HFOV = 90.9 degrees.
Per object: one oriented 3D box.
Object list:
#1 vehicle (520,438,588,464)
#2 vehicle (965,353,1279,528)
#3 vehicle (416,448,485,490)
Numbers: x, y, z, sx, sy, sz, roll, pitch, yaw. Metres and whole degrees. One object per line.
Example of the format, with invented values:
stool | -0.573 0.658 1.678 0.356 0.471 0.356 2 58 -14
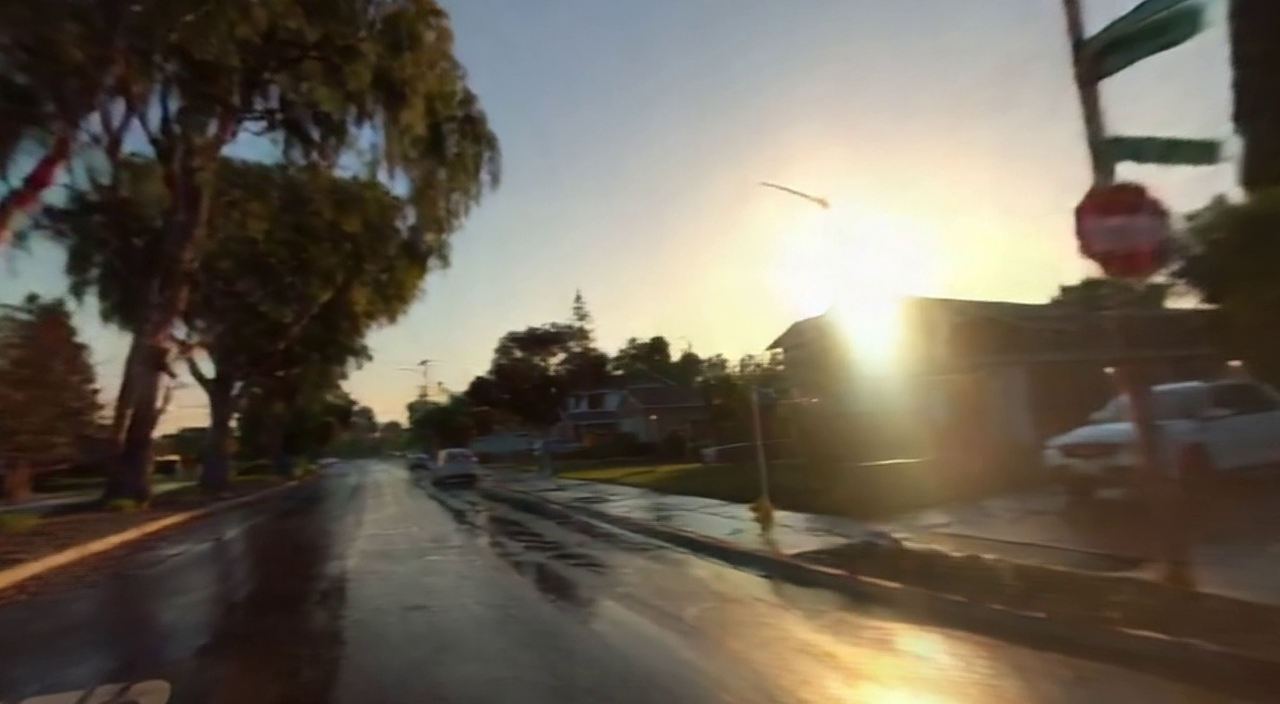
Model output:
vehicle | -5.347 6.144 39.372 3.827 1.512 1.855 3 -9 -24
vehicle | 8.088 1.104 9.371 5.980 1.915 2.286 -1 -6 -23
vehicle | -8.068 4.860 26.587 1.979 1.524 4.578 4 -9 -26
